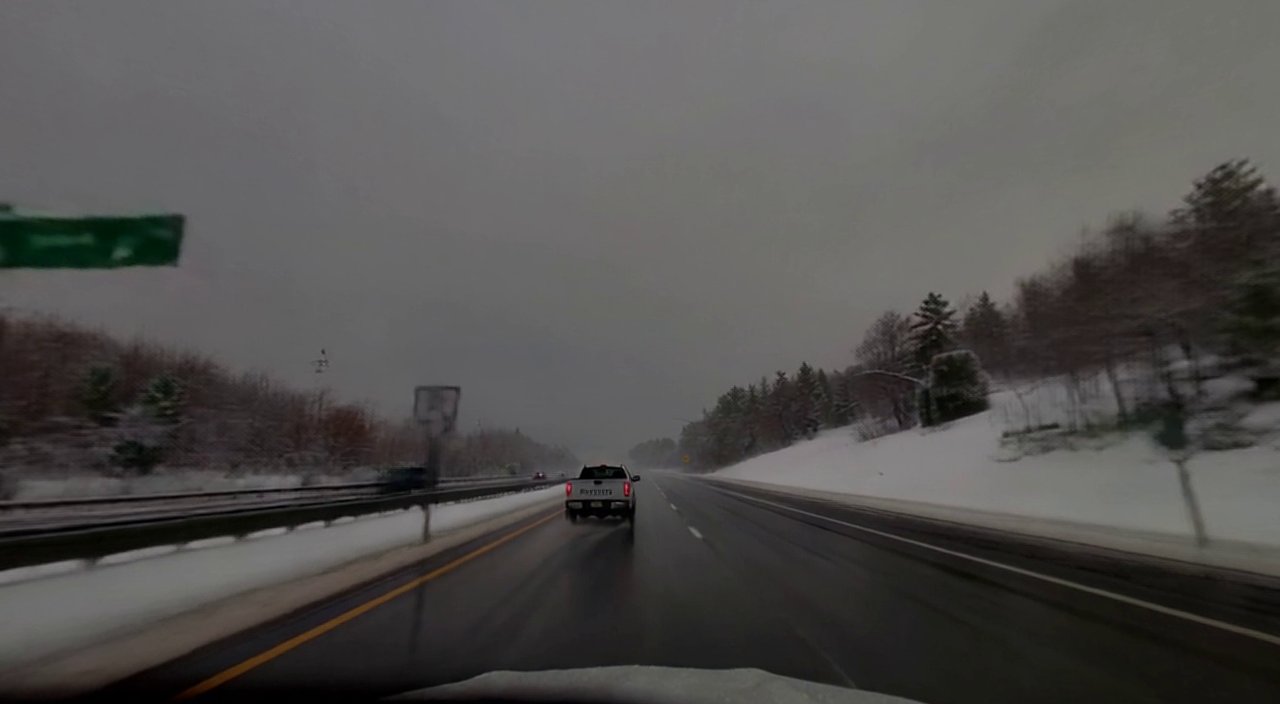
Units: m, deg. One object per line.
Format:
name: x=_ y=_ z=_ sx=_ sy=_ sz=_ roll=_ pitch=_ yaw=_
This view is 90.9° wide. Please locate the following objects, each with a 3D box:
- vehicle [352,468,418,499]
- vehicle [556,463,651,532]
vehicle: x=-13.758 y=7.095 z=34.296 sx=1.907 sy=1.511 sz=4.104 roll=-2 pitch=-10 yaw=0
vehicle: x=-0.834 y=3.767 z=16.887 sx=2.135 sy=1.506 sz=5.041 roll=1 pitch=-10 yaw=0
